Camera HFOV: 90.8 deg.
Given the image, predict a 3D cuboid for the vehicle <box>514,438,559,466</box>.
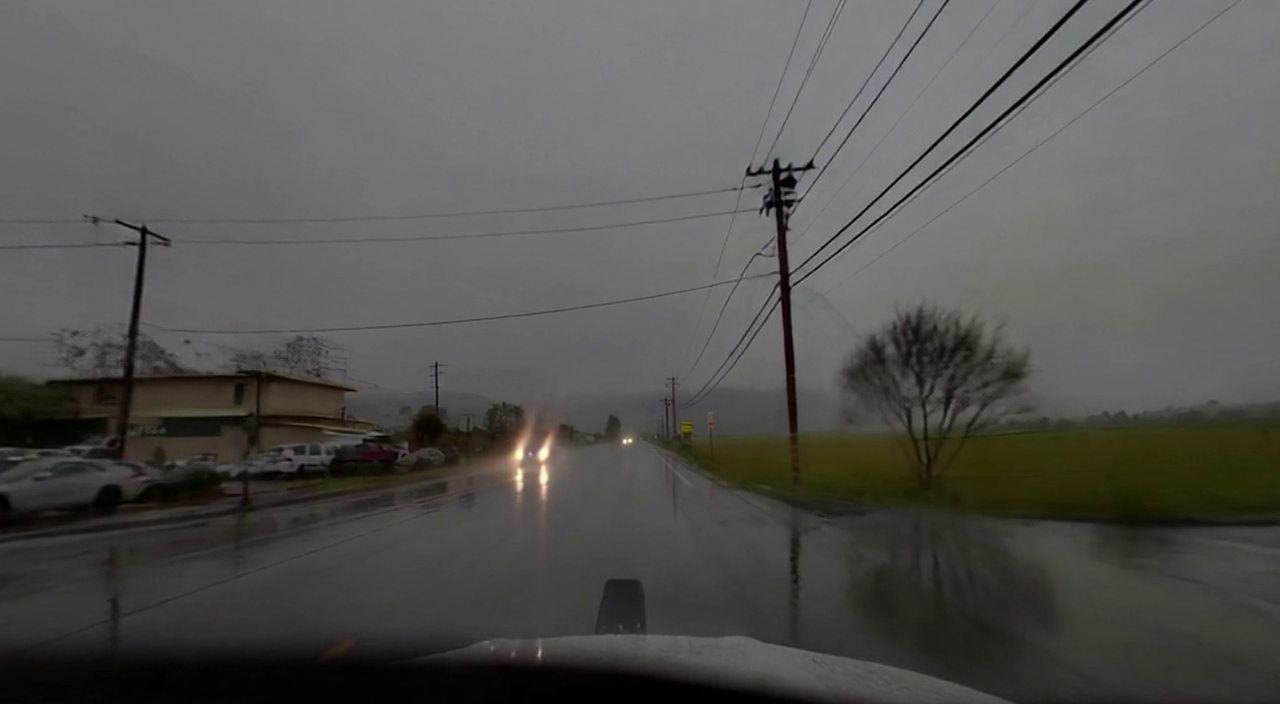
[{"bbox_3d":[-6.616,6.454,40.940,2.113,1.710,4.438,0,-8,1],"label":"vehicle"}]
